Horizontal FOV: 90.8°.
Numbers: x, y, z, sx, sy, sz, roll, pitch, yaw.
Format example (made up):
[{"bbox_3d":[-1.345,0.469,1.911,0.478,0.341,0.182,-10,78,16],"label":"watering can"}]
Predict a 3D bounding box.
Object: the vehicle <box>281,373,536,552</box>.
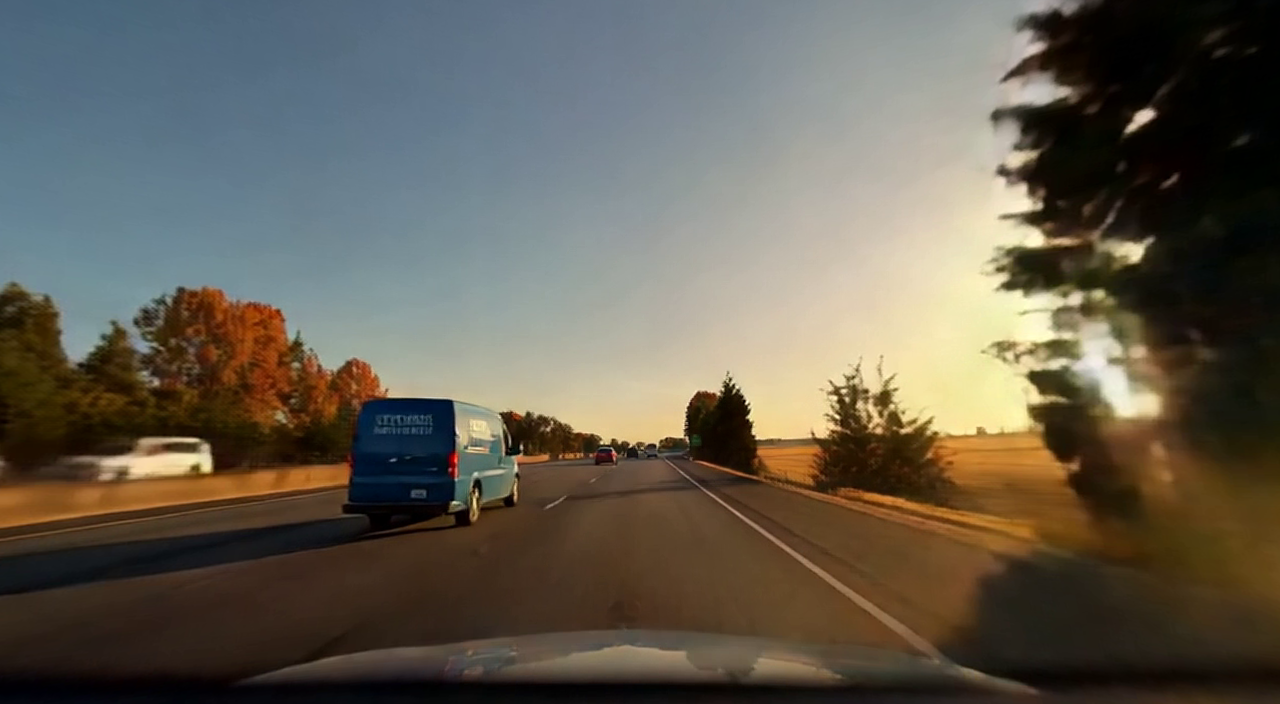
[{"bbox_3d":[-3.510,1.855,11.076,2.360,2.367,5.223,0,-9,1],"label":"vehicle"}]
